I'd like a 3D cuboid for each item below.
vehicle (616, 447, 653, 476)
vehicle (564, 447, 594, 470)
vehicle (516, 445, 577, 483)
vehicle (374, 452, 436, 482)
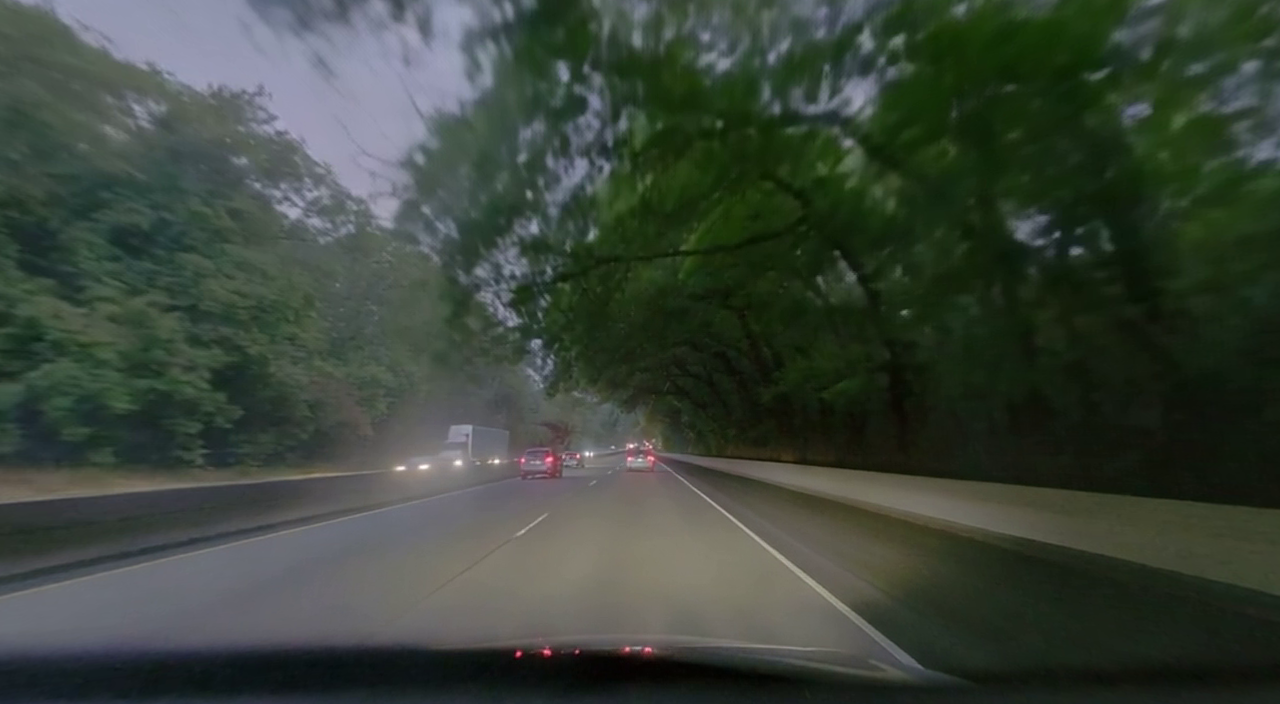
[{"bbox_3d":[-0.282,6.165,35.687,2.001,1.490,3.914,0,-9,0],"label":"vehicle"},{"bbox_3d":[-4.463,7.842,46.619,1.834,1.615,3.624,0,-9,0],"label":"vehicle"},{"bbox_3d":[-4.004,4.869,27.563,1.978,1.538,3.755,0,-9,1],"label":"vehicle"},{"bbox_3d":[-12.731,6.225,34.380,1.717,1.540,4.155,0,-9,0],"label":"vehicle"}]
